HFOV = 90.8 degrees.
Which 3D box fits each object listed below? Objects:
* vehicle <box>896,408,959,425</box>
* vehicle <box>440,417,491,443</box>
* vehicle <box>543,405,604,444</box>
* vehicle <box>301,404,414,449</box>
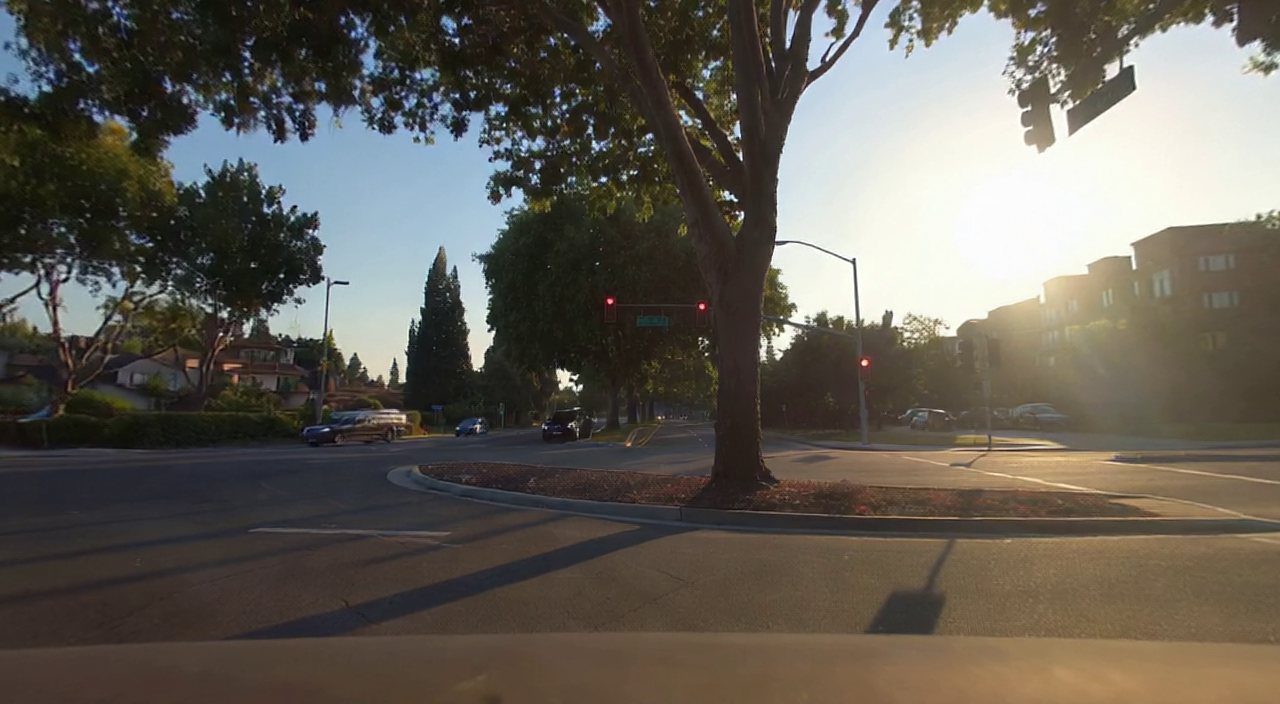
[{"bbox_3d":[22.008,4.942,48.440,3.933,1.219,1.700,-1,-9,3],"label":"vehicle"},{"bbox_3d":[-11.239,5.119,41.085,1.899,1.510,4.294,-1,-8,3],"label":"vehicle"},{"bbox_3d":[-3.447,3.956,33.807,2.306,1.907,5.382,-1,-8,4],"label":"vehicle"},{"bbox_3d":[-13.041,3.579,29.632,2.340,1.902,4.920,-2,-9,11],"label":"vehicle"}]
